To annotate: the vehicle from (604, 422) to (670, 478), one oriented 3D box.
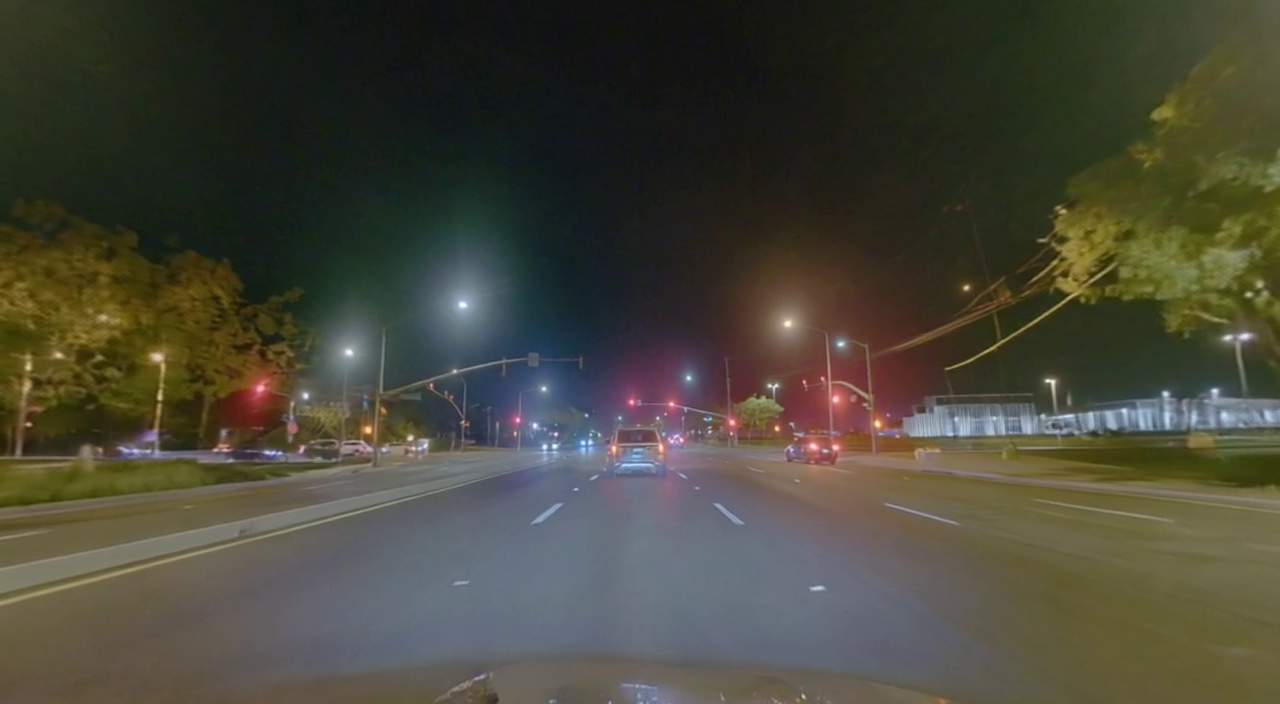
[{"bbox_3d":[-0.139,3.726,24.125,2.267,1.926,4.708,0,-9,-1],"label":"vehicle"}]
